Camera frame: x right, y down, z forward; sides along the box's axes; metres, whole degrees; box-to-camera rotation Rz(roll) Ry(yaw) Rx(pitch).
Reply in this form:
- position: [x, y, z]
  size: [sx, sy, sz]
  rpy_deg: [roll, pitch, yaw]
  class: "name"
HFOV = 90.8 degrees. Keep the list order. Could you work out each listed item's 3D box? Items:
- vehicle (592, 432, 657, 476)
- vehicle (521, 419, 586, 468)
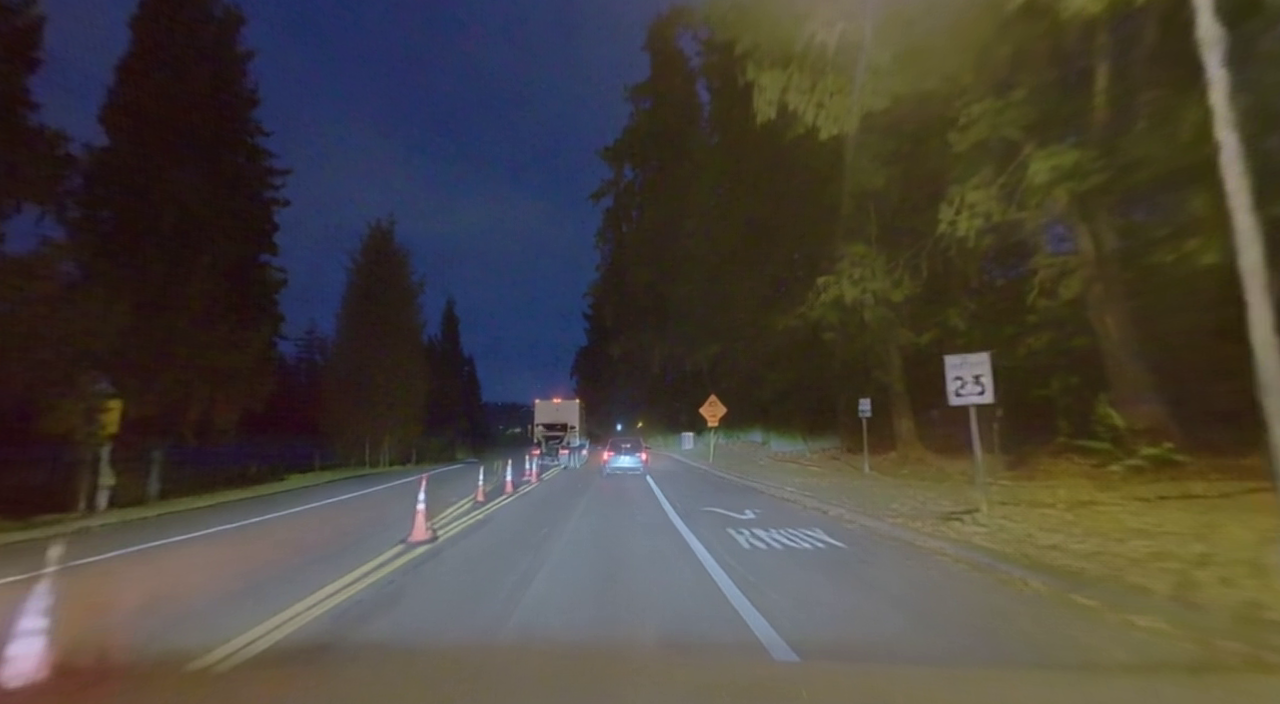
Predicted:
- position: [-0.598, 3.783, 23.649]
  size: [2.186, 1.463, 4.356]
  rpy_deg: [0, -8, -2]
  class: "vehicle"
- position: [-3.976, 4.290, 29.696]
  size: [2.671, 2.053, 6.074]
  rpy_deg: [1, -8, -6]
  class: "vehicle"
